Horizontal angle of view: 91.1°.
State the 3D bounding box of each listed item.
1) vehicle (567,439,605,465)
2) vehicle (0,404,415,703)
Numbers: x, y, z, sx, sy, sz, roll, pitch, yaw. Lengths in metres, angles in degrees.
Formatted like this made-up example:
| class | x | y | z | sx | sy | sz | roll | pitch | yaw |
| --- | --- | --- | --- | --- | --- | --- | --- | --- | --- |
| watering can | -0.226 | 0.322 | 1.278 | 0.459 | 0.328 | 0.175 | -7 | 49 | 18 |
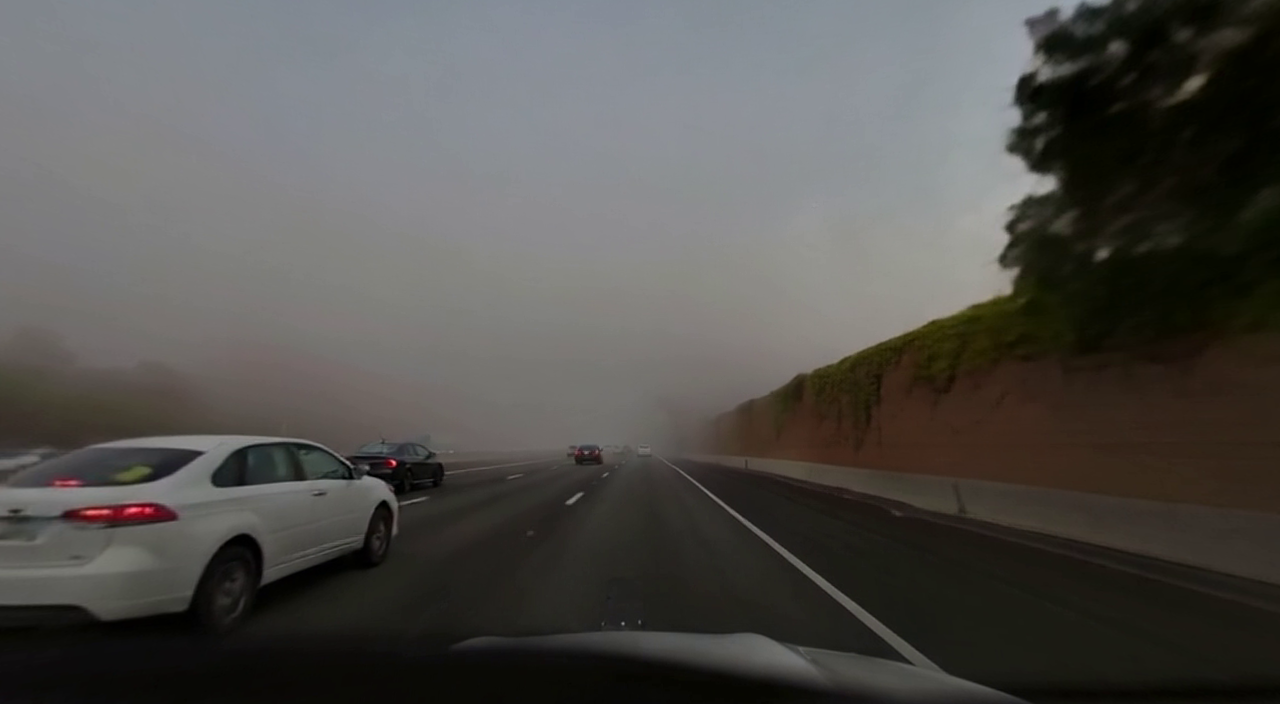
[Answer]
| class | x | y | z | sx | sy | sz | roll | pitch | yaw |
| --- | --- | --- | --- | --- | --- | --- | --- | --- | --- |
| vehicle | -3.608 | 6.722 | 42.568 | 2.036 | 1.636 | 4.511 | 0 | -8 | 1 |
| vehicle | -3.778 | 1.322 | 5.264 | 1.945 | 1.484 | 4.803 | 0 | -8 | 1 |
